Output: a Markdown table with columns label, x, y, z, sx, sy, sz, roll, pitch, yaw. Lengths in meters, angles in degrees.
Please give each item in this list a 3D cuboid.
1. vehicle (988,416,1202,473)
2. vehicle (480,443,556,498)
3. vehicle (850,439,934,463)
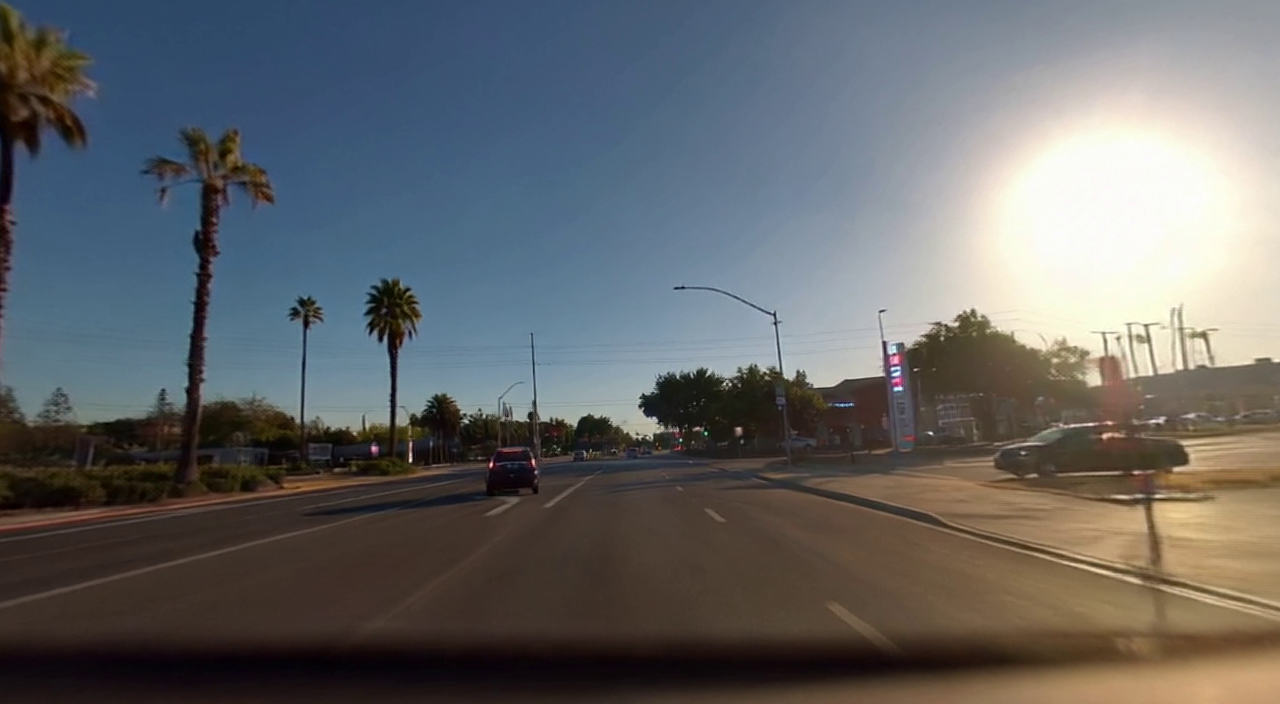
| label | x | y | z | sx | sy | sz | roll | pitch | yaw |
| --- | --- | --- | --- | --- | --- | --- | --- | --- | --- |
| vehicle | 14.366 | 2.950 | 20.169 | 5.317 | 1.700 | 1.901 | 0 | -9 | -1 |
| vehicle | -3.784 | 3.703 | 20.251 | 2.073 | 1.525 | 4.809 | 1 | -9 | -8 |
| vehicle | 16.152 | 6.380 | 40.681 | 4.549 | 1.492 | 1.981 | 0 | -9 | 3 |
